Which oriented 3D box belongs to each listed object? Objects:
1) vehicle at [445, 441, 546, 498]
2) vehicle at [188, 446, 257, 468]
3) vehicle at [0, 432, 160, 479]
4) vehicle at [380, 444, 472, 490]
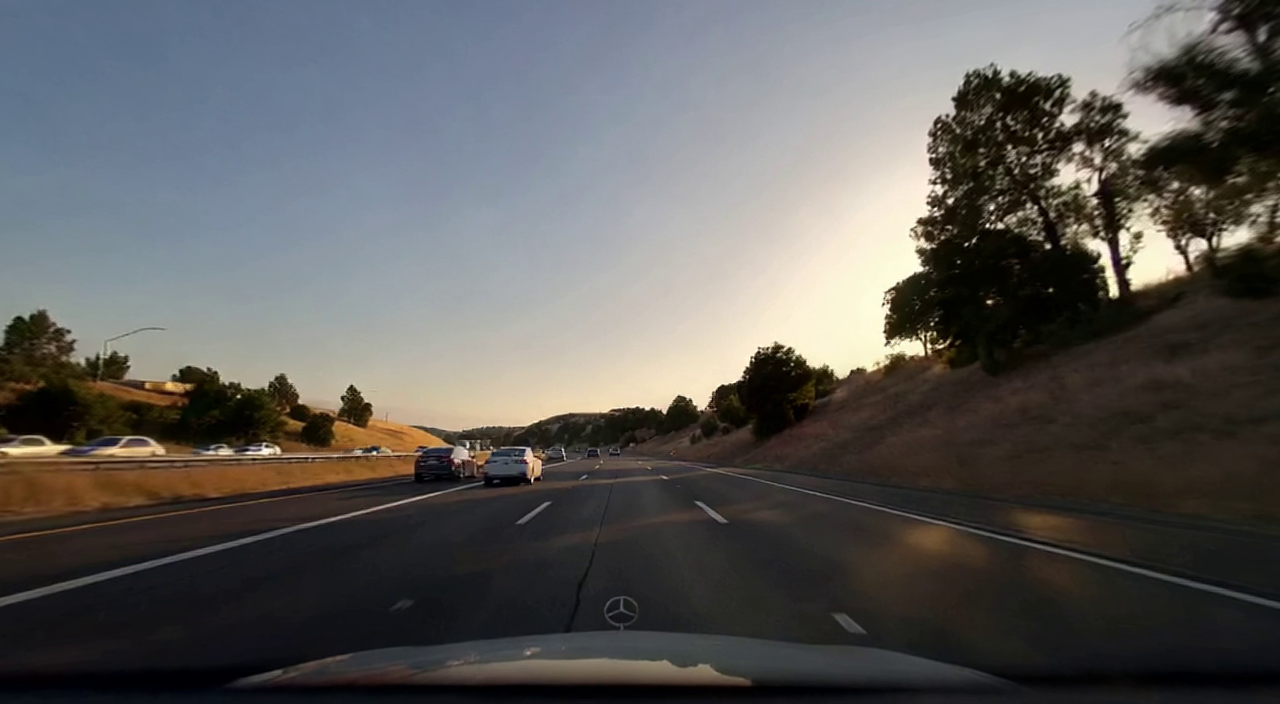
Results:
[{"bbox_3d":[-4.262,3.541,19.436,2.073,1.516,4.478,0,-9,0],"label":"vehicle"},{"bbox_3d":[-29.461,7.397,44.761,1.836,1.450,4.553,0,-9,-2],"label":"vehicle"},{"bbox_3d":[-24.677,4.570,28.083,2.221,1.861,5.703,0,-9,-1],"label":"vehicle"},{"bbox_3d":[-7.854,4.245,23.683,2.023,1.519,4.150,0,-9,0],"label":"vehicle"}]
